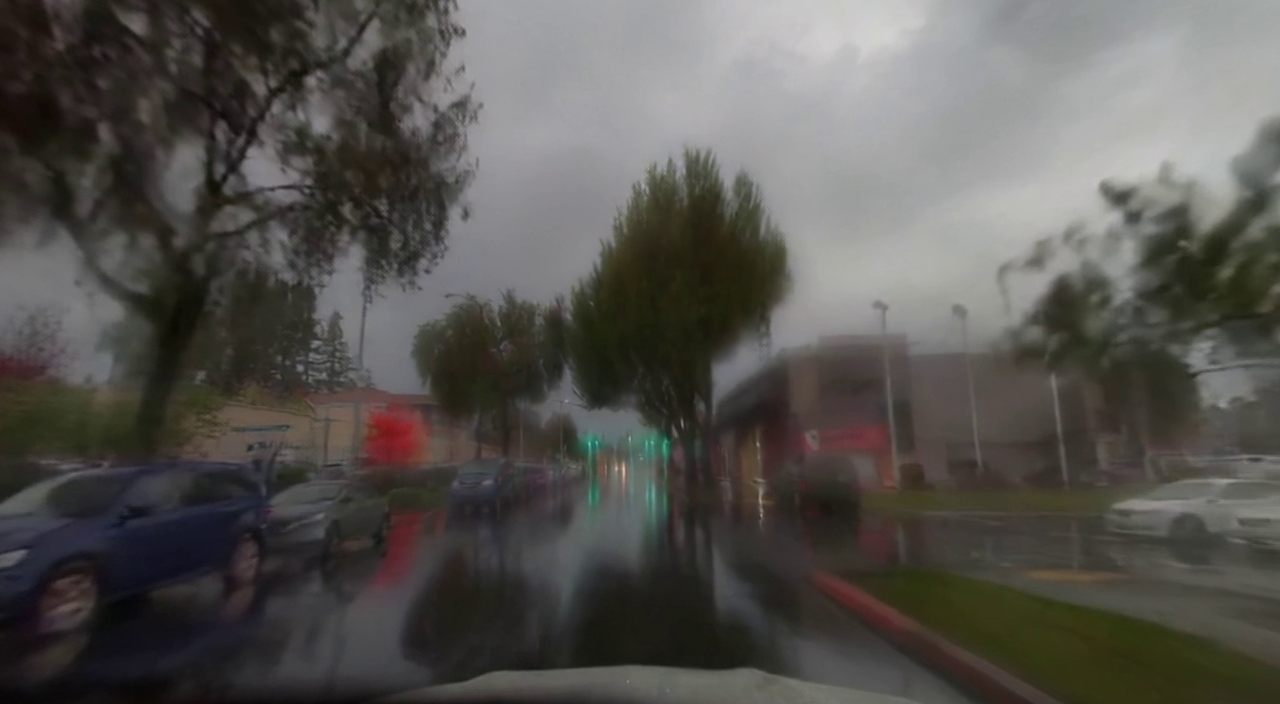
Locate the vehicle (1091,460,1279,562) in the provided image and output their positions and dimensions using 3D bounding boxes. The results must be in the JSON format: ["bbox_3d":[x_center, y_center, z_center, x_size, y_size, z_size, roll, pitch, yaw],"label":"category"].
[{"bbox_3d":[10.206,2.546,10.338,1.926,1.469,4.654,1,-11,-4],"label":"vehicle"}]

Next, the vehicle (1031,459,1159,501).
[{"bbox_3d":[17.879,5.064,25.037,1.794,1.486,3.983,1,-11,-6],"label":"vehicle"}]

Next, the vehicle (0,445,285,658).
[{"bbox_3d":[-6.002,1.887,6.768,1.957,1.634,4.164,1,-11,-1],"label":"vehicle"}]

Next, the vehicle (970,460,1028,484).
[{"bbox_3d":[25.470,8.497,44.810,1.698,1.489,3.599,-3,-9,-4],"label":"vehicle"}]

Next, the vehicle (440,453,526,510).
[{"bbox_3d":[-6.089,5.127,25.214,2.196,2.001,5.548,1,-11,-3],"label":"vehicle"}]

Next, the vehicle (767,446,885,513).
[{"bbox_3d":[5.577,3.935,19.638,2.054,1.779,4.650,1,-11,-2],"label":"vehicle"}]
